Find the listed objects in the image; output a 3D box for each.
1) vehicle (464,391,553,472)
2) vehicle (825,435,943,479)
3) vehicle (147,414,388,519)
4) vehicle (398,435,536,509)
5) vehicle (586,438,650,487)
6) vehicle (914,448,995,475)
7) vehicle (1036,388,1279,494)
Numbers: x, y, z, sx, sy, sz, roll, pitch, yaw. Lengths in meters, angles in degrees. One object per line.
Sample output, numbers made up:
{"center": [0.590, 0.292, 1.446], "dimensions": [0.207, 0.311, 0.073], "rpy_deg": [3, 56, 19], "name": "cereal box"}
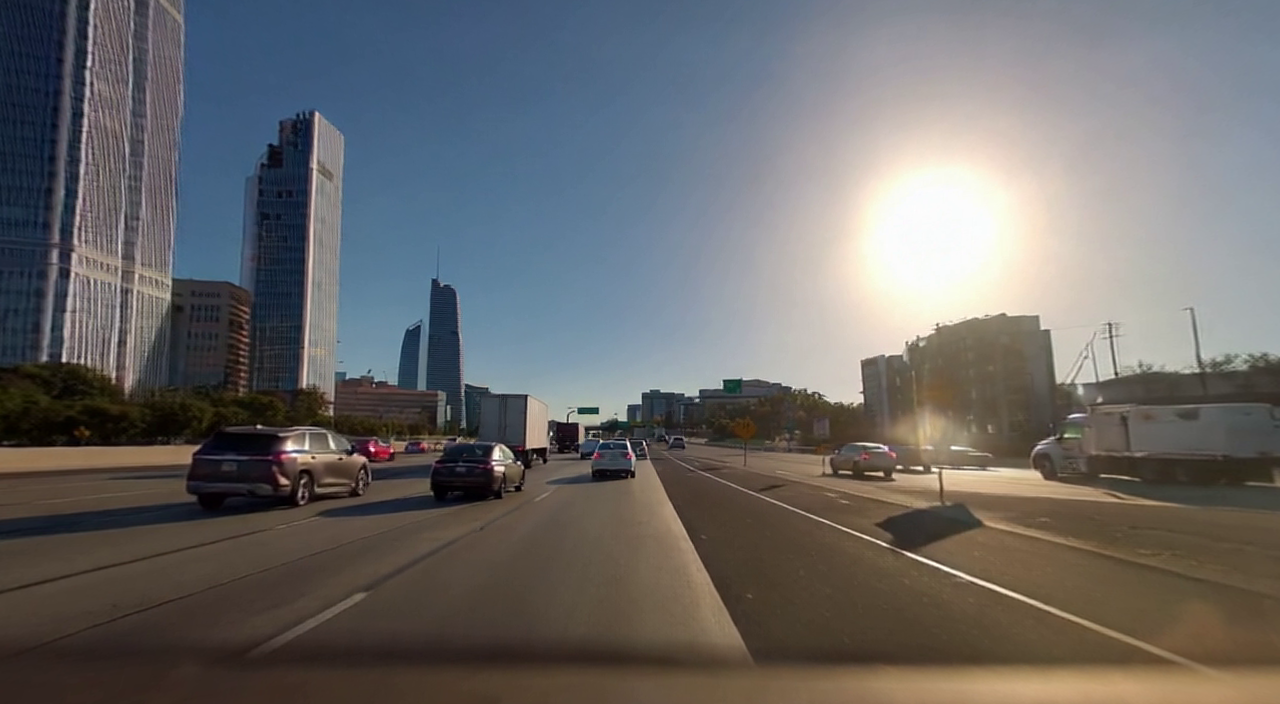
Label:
{"center": [-6.084, 3.963, 30.594], "dimensions": [2.955, 3.359, 8.322], "rpy_deg": [1, -9, -3], "name": "vehicle"}
{"center": [12.046, 5.222, 31.642], "dimensions": [2.415, 1.972, 5.572], "rpy_deg": [3, -9, -18], "name": "vehicle"}
{"center": [-7.522, 2.379, 13.522], "dimensions": [2.190, 1.821, 4.800], "rpy_deg": [0, -9, 1], "name": "vehicle"}
{"center": [-3.942, 2.813, 15.231], "dimensions": [2.016, 1.497, 4.235], "rpy_deg": [0, -9, 2], "name": "vehicle"}
{"center": [-0.684, 3.764, 21.748], "dimensions": [1.991, 1.488, 3.922], "rpy_deg": [0, -9, 0], "name": "vehicle"}
{"center": [18.370, 6.388, 37.022], "dimensions": [1.902, 1.494, 4.239], "rpy_deg": [3, -9, -14], "name": "vehicle"}
{"center": [22.508, 3.714, 26.145], "dimensions": [3.015, 3.855, 9.519], "rpy_deg": [8, -11, -41], "name": "vehicle"}
